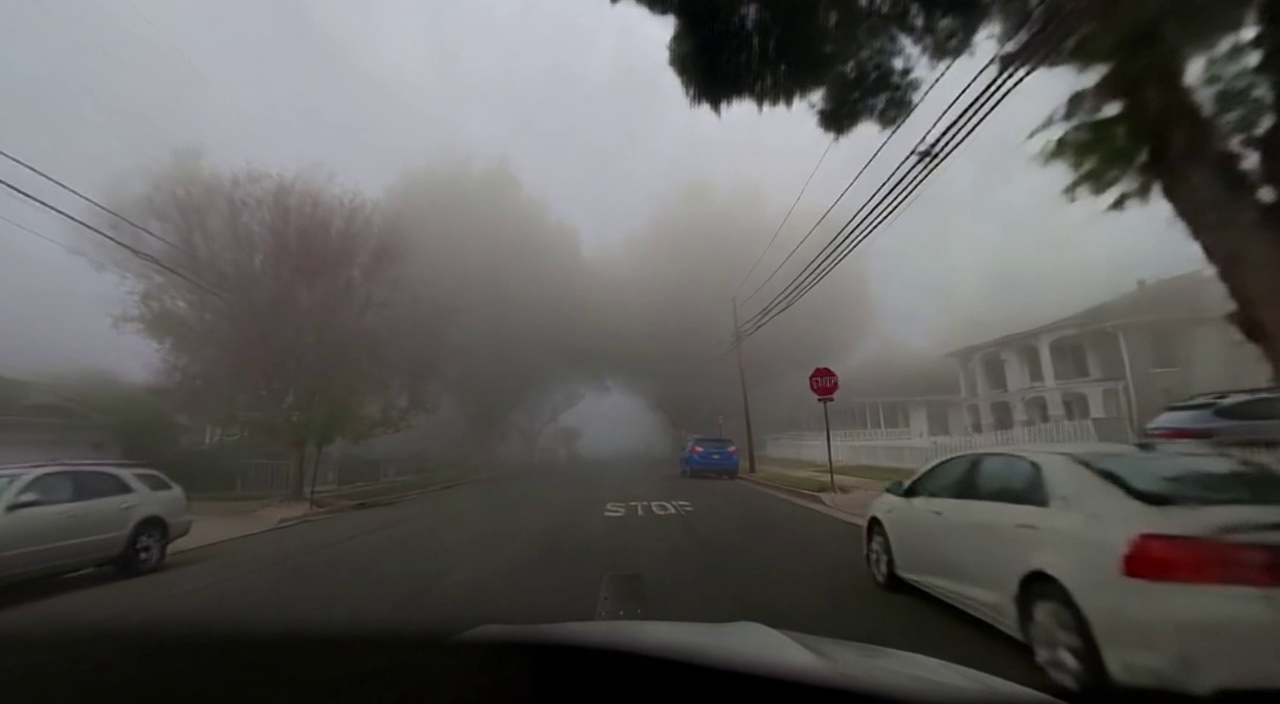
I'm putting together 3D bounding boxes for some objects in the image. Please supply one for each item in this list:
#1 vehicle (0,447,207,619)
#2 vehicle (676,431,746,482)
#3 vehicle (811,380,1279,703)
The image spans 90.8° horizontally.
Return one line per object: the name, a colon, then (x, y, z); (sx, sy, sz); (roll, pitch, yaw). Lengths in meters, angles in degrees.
vehicle: (-7.162, 1.835, 6.740); (2.125, 1.623, 4.207); (0, -9, -1)
vehicle: (2.701, 4.144, 25.269); (2.126, 1.795, 4.751); (0, -9, -1)
vehicle: (2.966, 1.180, 4.293); (2.185, 1.513, 4.524); (0, -9, -2)
